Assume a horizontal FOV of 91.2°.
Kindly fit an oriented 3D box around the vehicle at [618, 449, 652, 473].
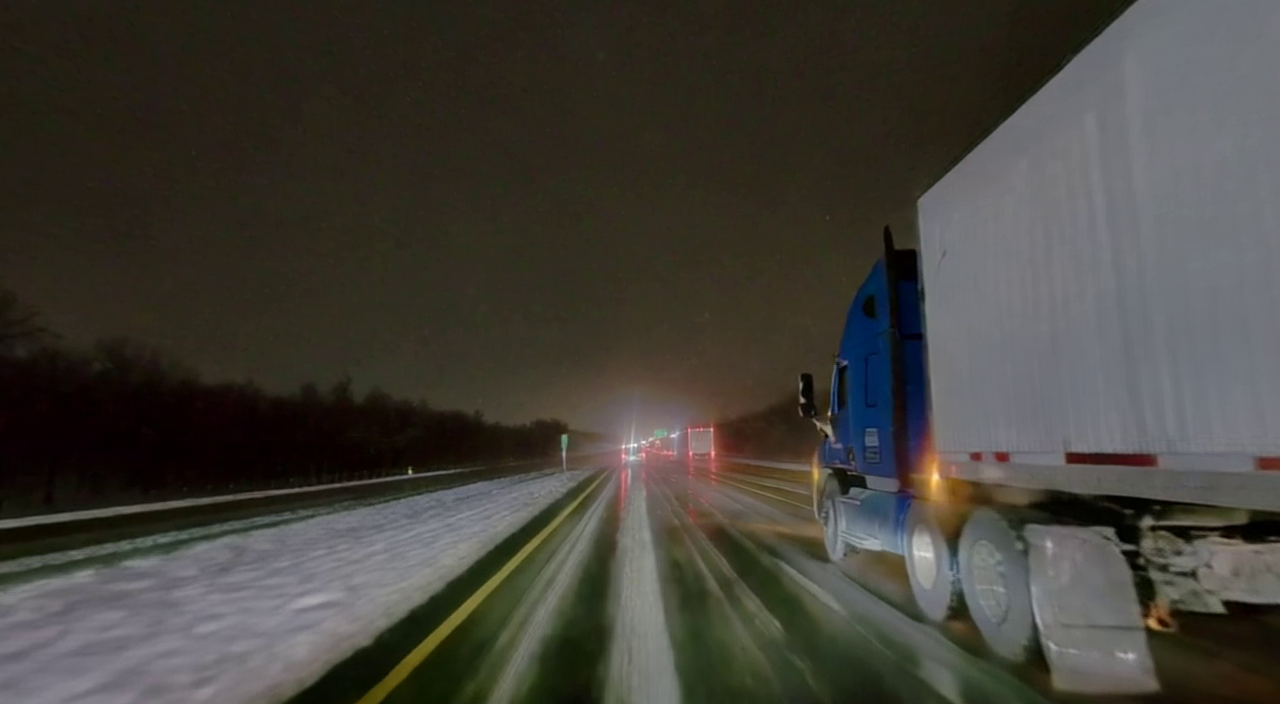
[{"bbox_3d":[-0.362,7.107,41.196,2.083,1.473,3.923,0,-9,-1],"label":"vehicle"}]
